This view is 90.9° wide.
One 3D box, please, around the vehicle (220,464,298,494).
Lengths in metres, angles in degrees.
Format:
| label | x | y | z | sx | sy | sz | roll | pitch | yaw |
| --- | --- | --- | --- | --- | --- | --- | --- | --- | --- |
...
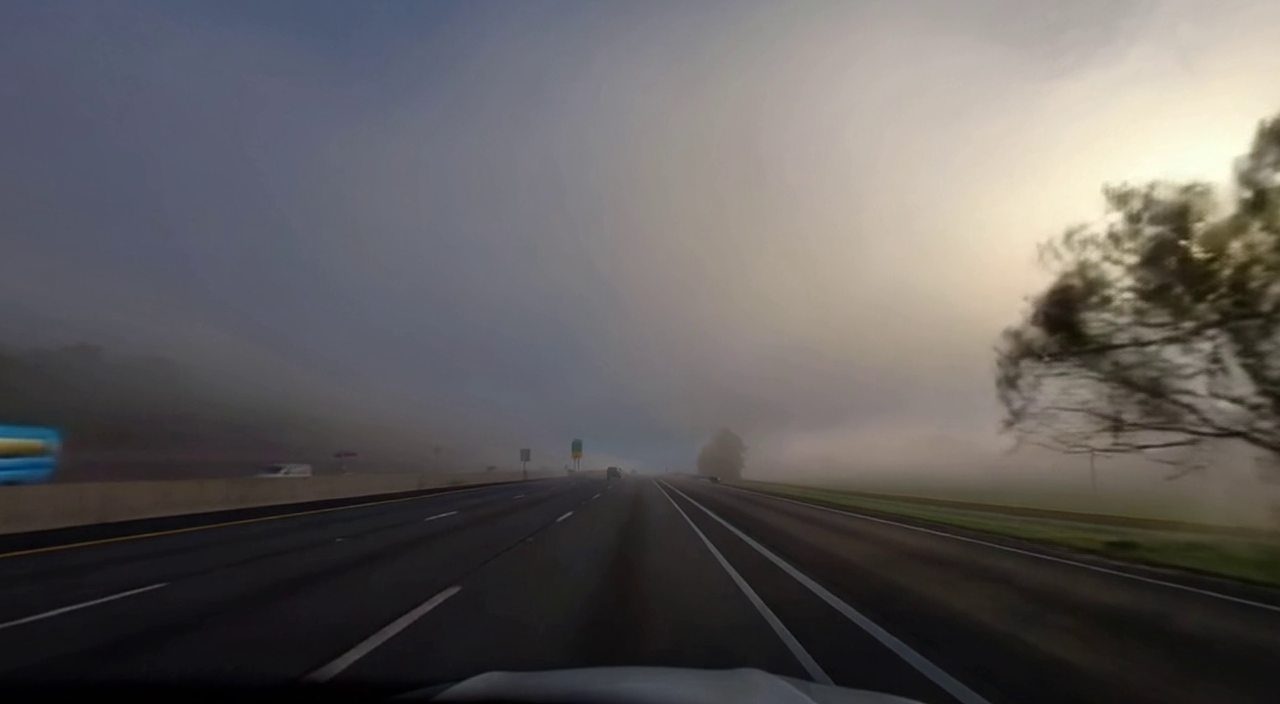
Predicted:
| label | x | y | z | sx | sy | sz | roll | pitch | yaw |
| --- | --- | --- | --- | --- | --- | --- | --- | --- | --- |
| vehicle | -22.123 | 7.408 | 36.802 | 1.817 | 1.600 | 4.132 | 1 | -10 | 1 |
